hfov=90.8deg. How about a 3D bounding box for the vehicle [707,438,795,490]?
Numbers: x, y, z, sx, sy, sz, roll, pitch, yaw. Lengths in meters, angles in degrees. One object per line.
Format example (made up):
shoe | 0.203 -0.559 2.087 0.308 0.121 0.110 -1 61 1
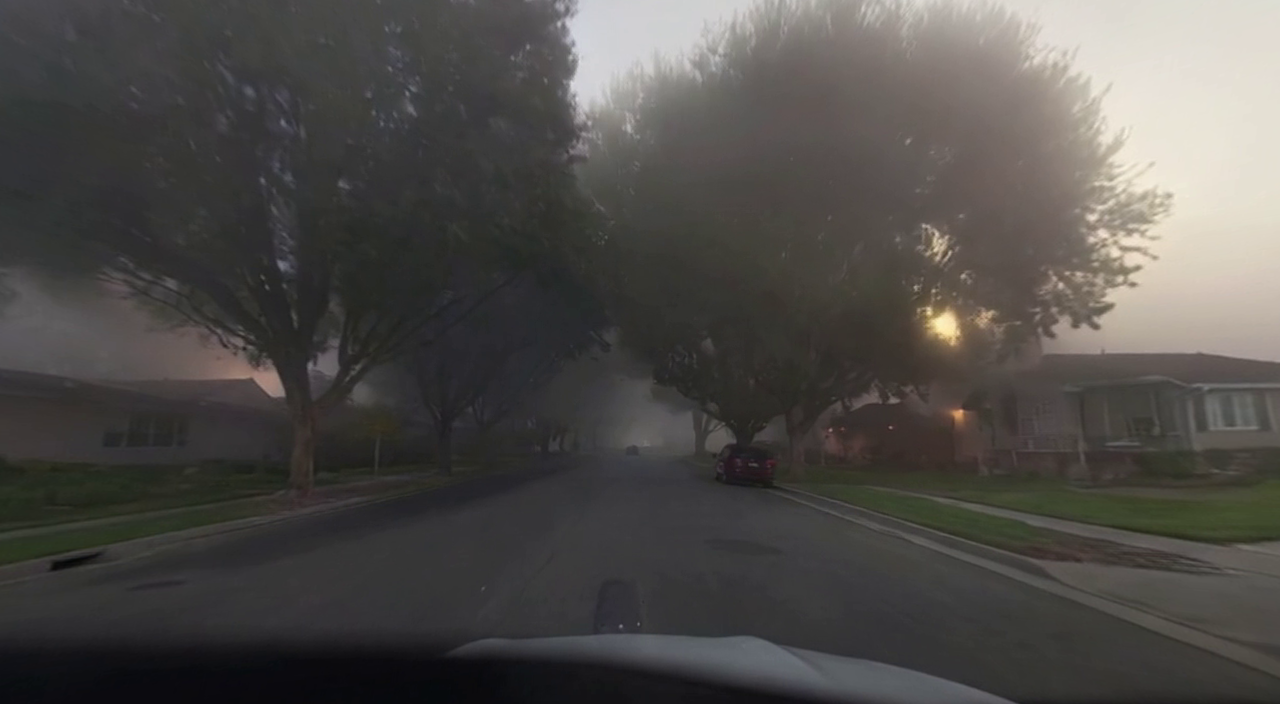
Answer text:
vehicle | 3.733 3.850 22.137 2.136 1.596 4.790 0 -9 -1

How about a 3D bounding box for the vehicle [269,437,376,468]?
vehicle | -16.918 5.365 33.909 4.607 1.573 2.058 0 -8 -5
